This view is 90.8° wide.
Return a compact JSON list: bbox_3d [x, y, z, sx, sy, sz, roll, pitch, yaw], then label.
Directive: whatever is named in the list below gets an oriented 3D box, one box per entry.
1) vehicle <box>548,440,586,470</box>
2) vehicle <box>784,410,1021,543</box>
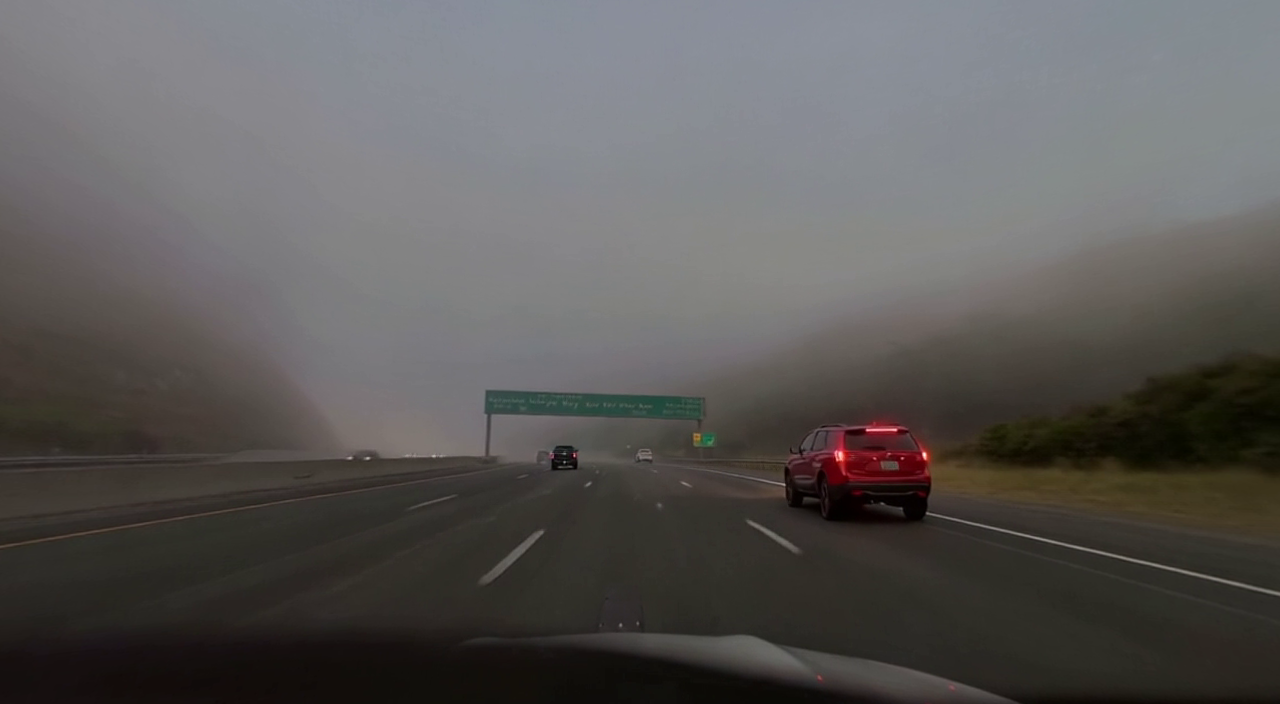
[{"bbox_3d":[-5.552,7.894,48.583,2.537,2.121,5.251,0,-9,-3],"label":"vehicle"},{"bbox_3d":[4.362,2.162,11.607,2.103,1.903,4.837,0,-9,-2],"label":"vehicle"}]
